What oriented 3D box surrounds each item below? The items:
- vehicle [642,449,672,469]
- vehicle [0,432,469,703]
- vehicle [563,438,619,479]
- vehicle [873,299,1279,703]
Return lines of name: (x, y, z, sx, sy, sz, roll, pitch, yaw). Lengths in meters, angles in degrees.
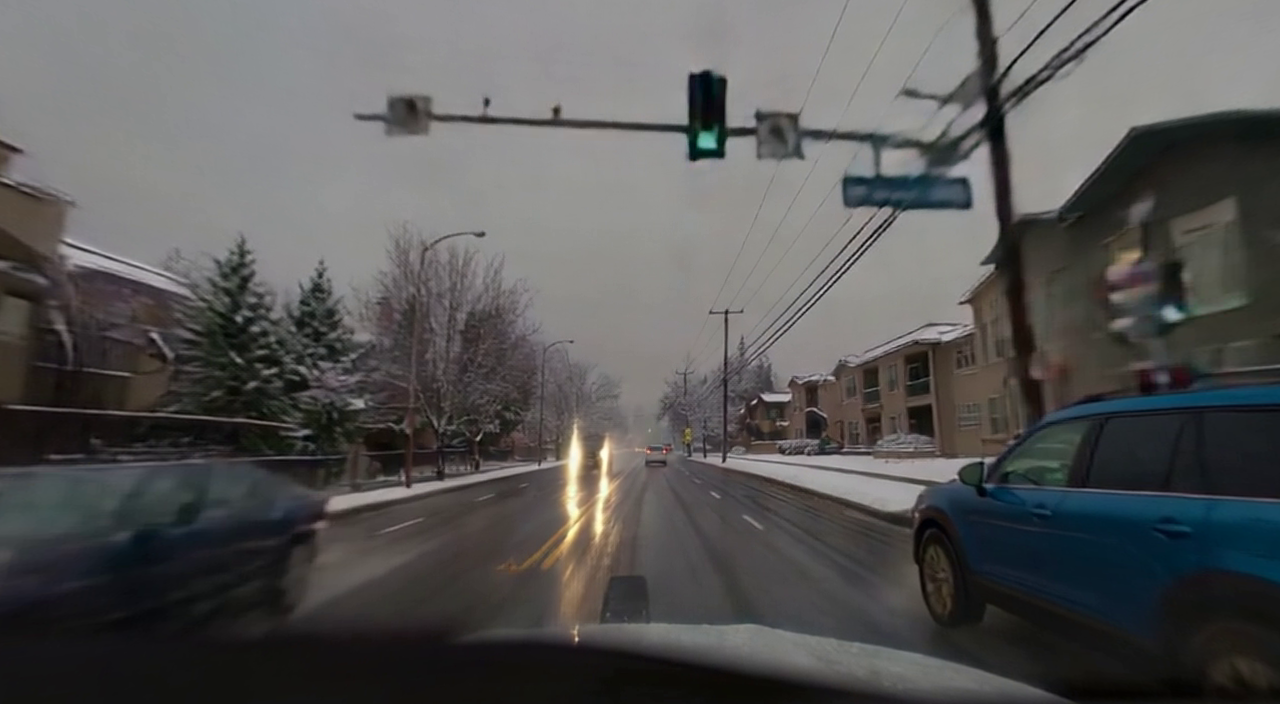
vehicle: (1.238, 8.032, 47.473, 2.097, 1.463, 4.043, 0, -9, 0)
vehicle: (-3.091, 1.495, 5.386, 2.170, 1.513, 4.270, 0, -9, -2)
vehicle: (-2.586, 5.836, 34.894, 2.469, 2.023, 5.896, 0, -9, 1)
vehicle: (3.335, 0.984, 3.726, 2.130, 1.863, 4.844, 0, -9, 1)
